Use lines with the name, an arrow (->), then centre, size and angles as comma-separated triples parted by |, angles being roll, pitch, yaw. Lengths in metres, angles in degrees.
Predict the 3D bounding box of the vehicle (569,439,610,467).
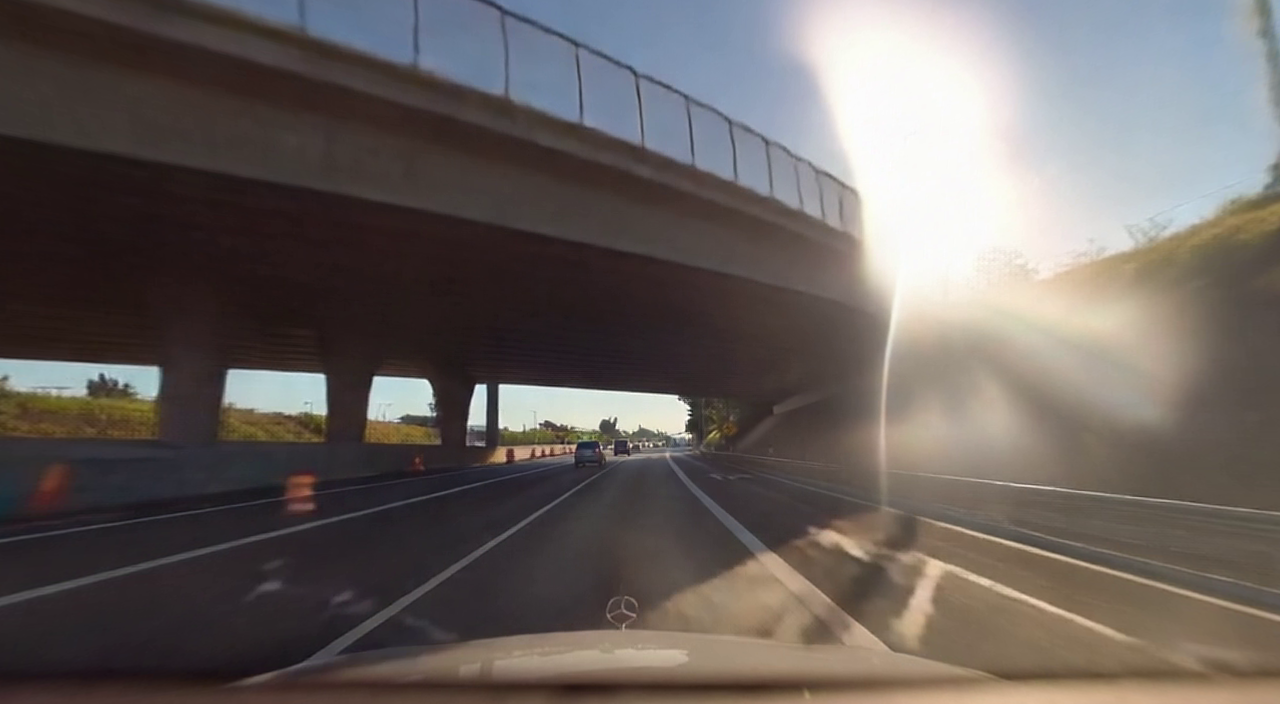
vehicle -> -3.052, 6.195, 38.690 | 2.078, 1.629, 4.059 | 0, -8, 1
